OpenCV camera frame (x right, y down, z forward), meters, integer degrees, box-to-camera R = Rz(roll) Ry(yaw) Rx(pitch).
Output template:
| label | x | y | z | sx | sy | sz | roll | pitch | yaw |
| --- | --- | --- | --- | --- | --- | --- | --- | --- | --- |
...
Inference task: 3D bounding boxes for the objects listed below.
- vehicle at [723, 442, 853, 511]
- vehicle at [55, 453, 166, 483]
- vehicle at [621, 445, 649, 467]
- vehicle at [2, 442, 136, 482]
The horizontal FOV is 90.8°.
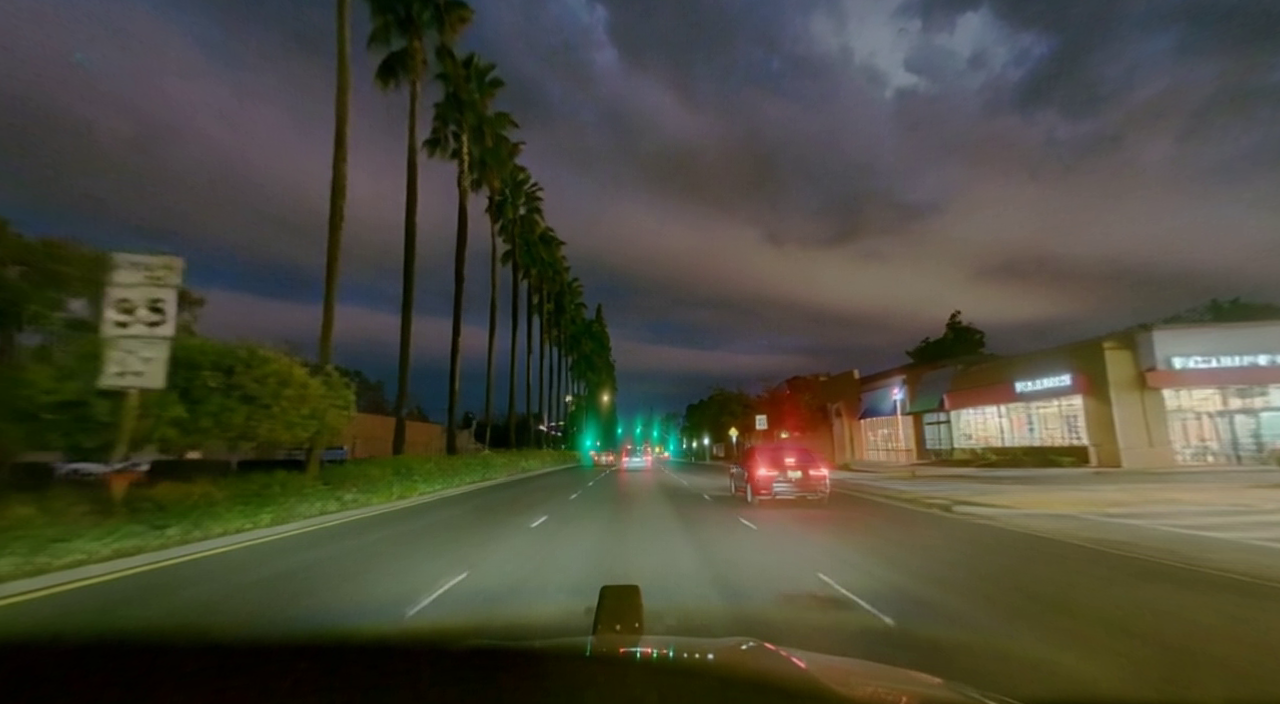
| label | x | y | z | sx | sy | sz | roll | pitch | yaw |
| --- | --- | --- | --- | --- | --- | --- | --- | --- | --- |
| vehicle | 3.553 | 3.082 | 16.186 | 2.090 | 1.503 | 4.566 | 0 | -9 | -2 |
| vehicle | -29.162 | 6.402 | 35.028 | 1.958 | 1.476 | 4.576 | -2 | -10 | 5 |
| vehicle | -0.414 | 8.013 | 48.882 | 2.102 | 1.653 | 3.698 | 0 | -9 | -1 |
| vehicle | -31.995 | 6.173 | 35.760 | 2.210 | 2.068 | 5.774 | 0 | -9 | -1 |
